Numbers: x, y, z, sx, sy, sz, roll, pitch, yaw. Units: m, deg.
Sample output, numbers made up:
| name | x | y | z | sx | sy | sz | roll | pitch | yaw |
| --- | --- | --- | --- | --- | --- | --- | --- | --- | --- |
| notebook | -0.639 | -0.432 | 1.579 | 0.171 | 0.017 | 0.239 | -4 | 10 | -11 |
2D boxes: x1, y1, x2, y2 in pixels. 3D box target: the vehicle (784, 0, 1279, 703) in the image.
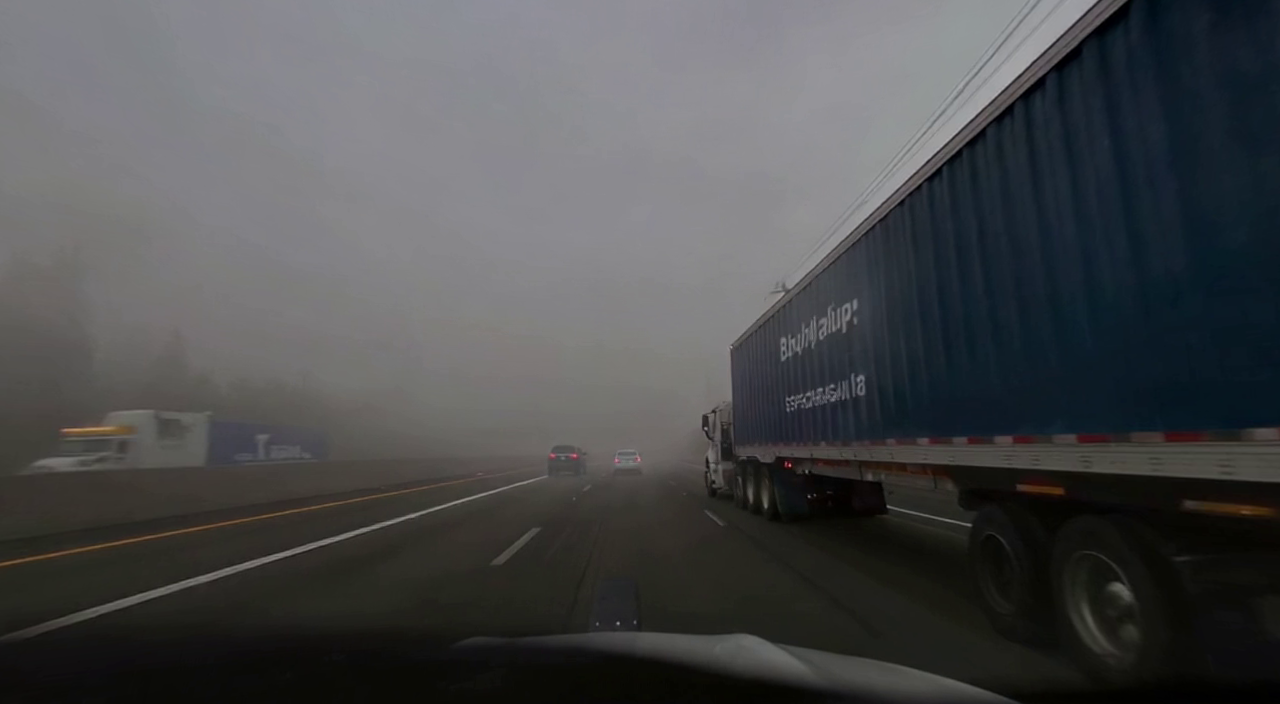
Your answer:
| name | x | y | z | sx | sy | sz | roll | pitch | yaw |
| --- | --- | --- | --- | --- | --- | --- | --- | --- | --- |
| vehicle | 3.930 | 0.222 | 6.081 | 2.859 | 3.917 | 8.481 | 0 | -9 | -1 |

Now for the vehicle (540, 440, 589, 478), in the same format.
| name | x | y | z | sx | sy | sz | roll | pitch | yaw |
| --- | --- | --- | --- | --- | --- | --- | --- | --- | --- |
| vehicle | -4.014 | 5.806 | 34.157 | 2.077 | 1.884 | 4.961 | 0 | -9 | -1 |

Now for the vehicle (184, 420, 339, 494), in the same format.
| name | x | y | z | sx | sy | sz | roll | pitch | yaw |
| --- | --- | --- | --- | --- | --- | --- | --- | --- | --- |
| vehicle | -20.388 | 5.766 | 34.743 | 2.756 | 3.490 | 9.284 | 0 | -9 | 0 |

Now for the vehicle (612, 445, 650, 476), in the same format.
| name | x | y | z | sx | sy | sz | roll | pitch | yaw |
| --- | --- | --- | --- | --- | --- | --- | --- | --- | --- |
| vehicle | -0.512 | 6.098 | 35.320 | 2.004 | 1.615 | 4.113 | 0 | -9 | -1 |

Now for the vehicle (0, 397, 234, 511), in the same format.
| name | x | y | z | sx | sy | sz | roll | pitch | yaw |
| --- | --- | --- | --- | --- | --- | --- | --- | --- | --- |
| vehicle | -20.113 | 3.980 | 24.727 | 2.895 | 3.724 | 7.725 | 0 | -9 | 0 |
